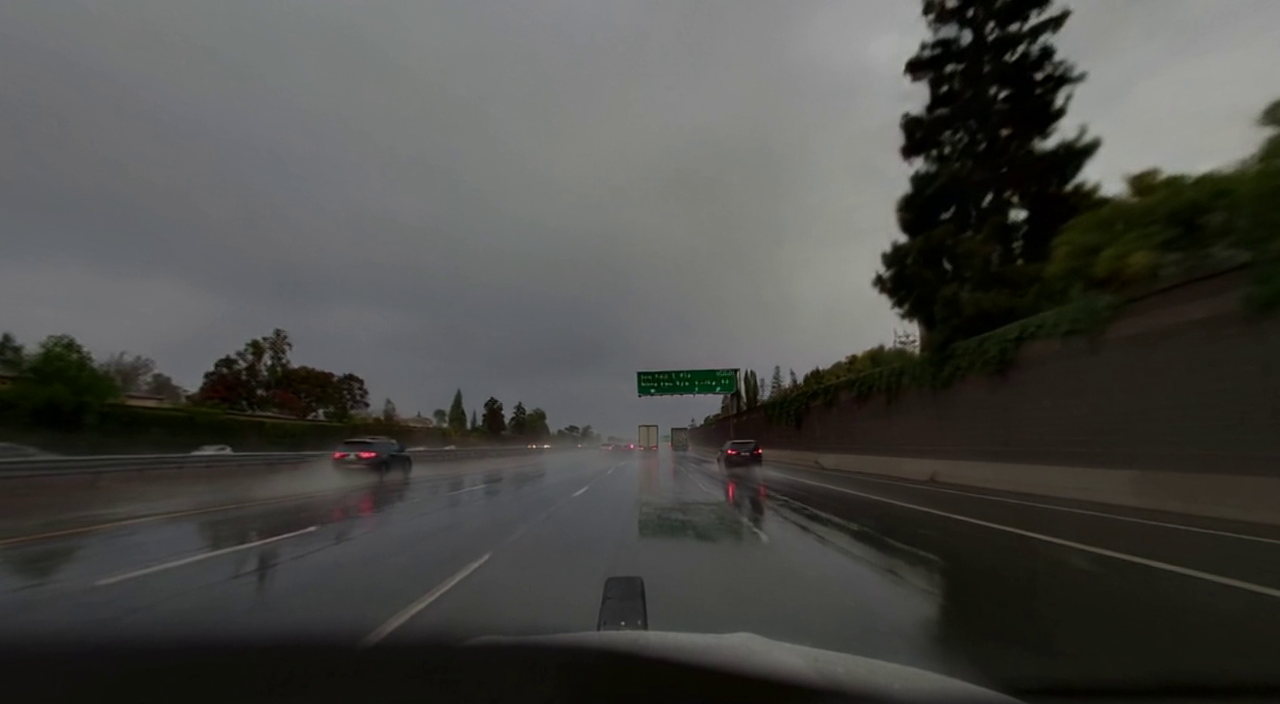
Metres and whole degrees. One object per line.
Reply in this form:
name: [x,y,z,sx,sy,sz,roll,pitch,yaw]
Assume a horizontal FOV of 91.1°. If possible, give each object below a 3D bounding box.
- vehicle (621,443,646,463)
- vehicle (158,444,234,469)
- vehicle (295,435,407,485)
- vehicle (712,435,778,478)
vehicle: [-0.544,7.994,49.828,1.946,1.493,4.083,0,-8,-1]
vehicle: [-28.755,6.749,40.783,2.077,1.562,3.838,0,-8,1]
vehicle: [-10.828,4.076,24.014,1.998,1.712,4.671,0,-8,1]
vehicle: [4.327,4.374,26.501,2.046,1.655,4.143,0,-8,0]
